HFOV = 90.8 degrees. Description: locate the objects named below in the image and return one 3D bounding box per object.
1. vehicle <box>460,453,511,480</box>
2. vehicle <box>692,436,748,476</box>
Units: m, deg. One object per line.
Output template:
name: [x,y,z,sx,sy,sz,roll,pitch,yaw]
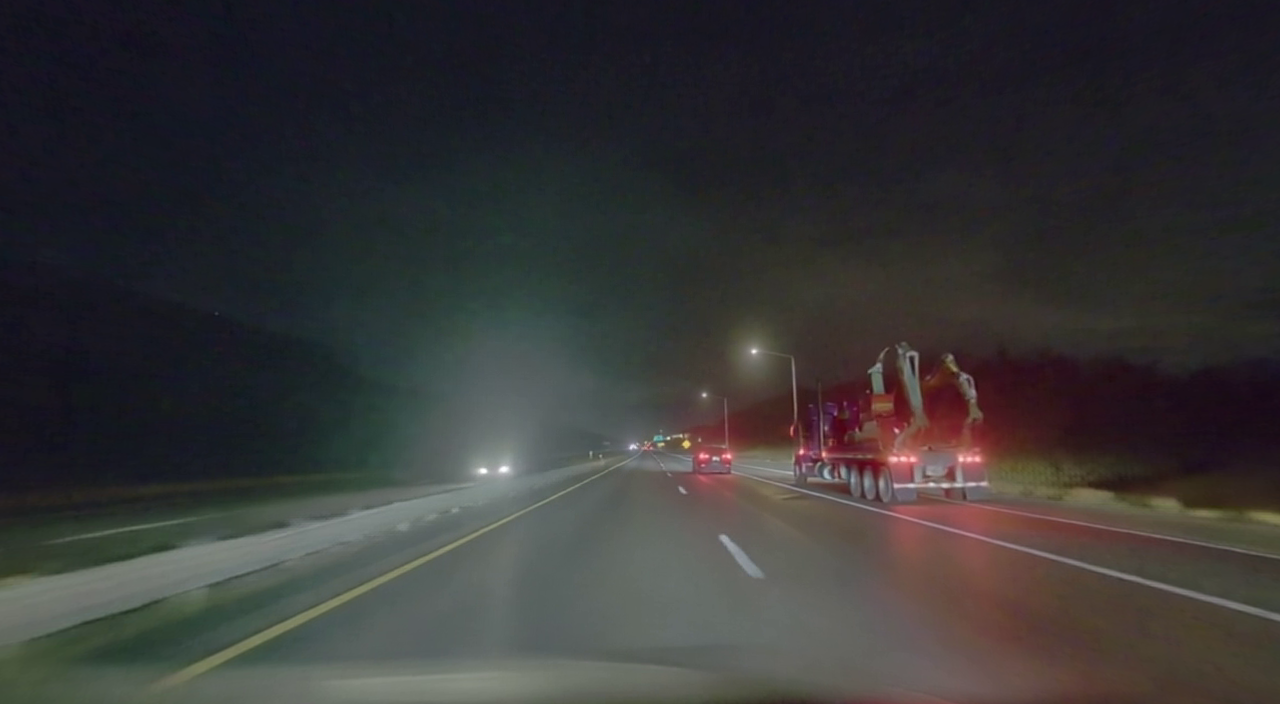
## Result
vehicle: [-9.330,6.926,38.519,1.898,1.480,4.694,0,-9,0]
vehicle: [4.345,5.793,35.315,2.309,2.003,5.139,0,-9,-2]
